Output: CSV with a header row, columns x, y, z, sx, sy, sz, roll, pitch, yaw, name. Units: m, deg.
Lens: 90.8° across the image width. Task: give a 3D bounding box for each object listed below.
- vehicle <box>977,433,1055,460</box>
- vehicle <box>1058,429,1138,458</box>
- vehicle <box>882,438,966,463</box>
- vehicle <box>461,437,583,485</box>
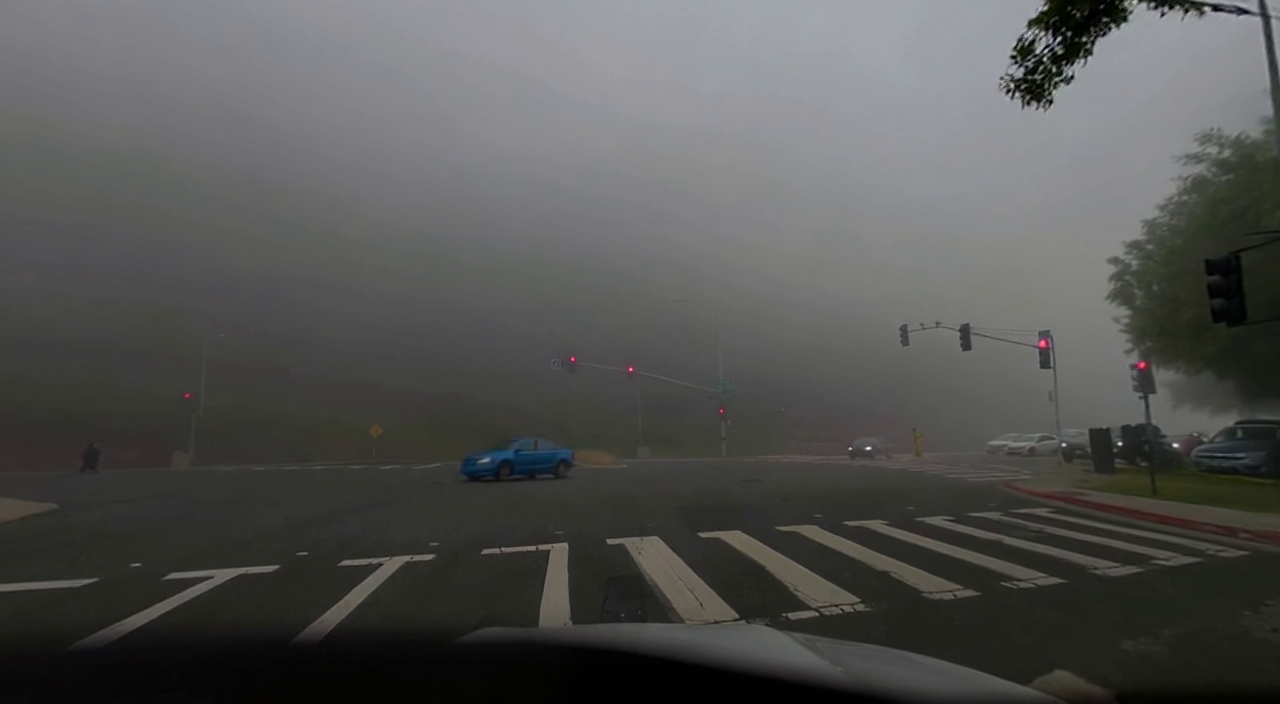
x,y,z,sx,sy,sz,roll,pitch,yaw,name
26.948,6.754,45.264,5.032,1.828,2.183,4,-9,-24,vehicle
36.095,7.232,49.737,6.148,2.119,2.473,4,-10,-28,vehicle
18.715,6.457,41.634,5.234,1.549,1.982,4,-9,-24,vehicle
-4.015,3.741,21.978,1.740,1.500,3.896,-8,-11,41,vehicle
